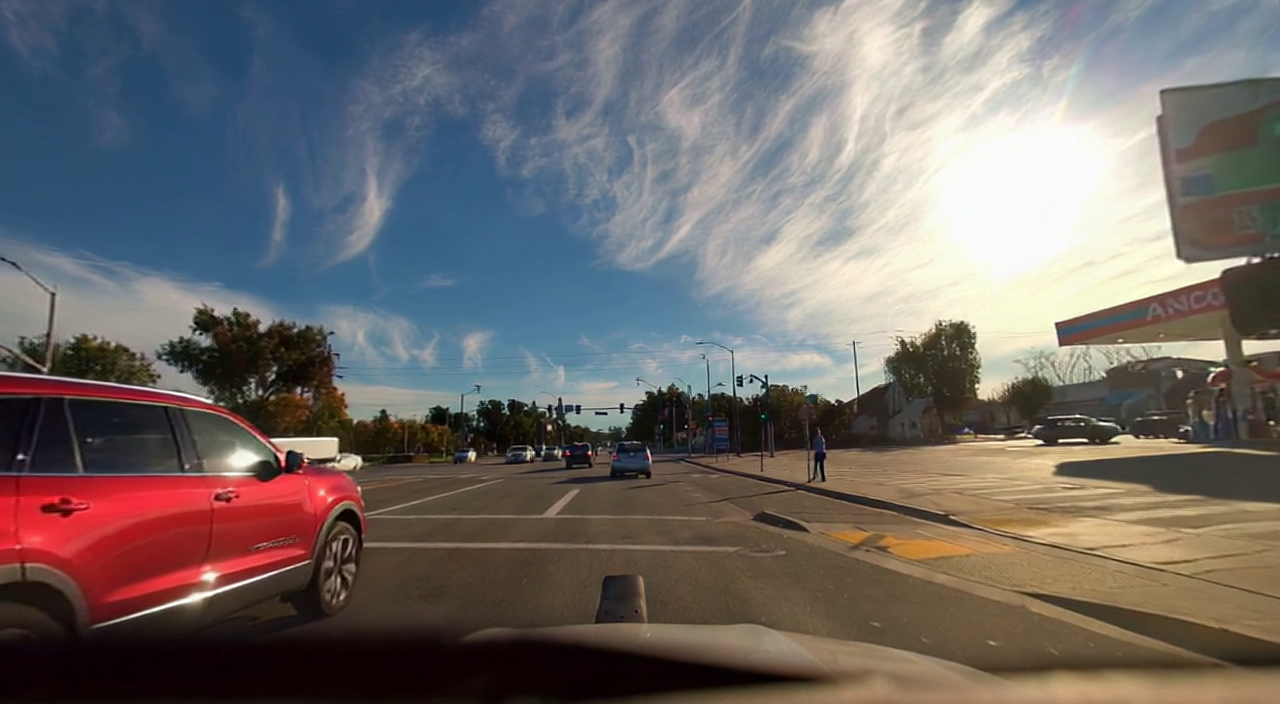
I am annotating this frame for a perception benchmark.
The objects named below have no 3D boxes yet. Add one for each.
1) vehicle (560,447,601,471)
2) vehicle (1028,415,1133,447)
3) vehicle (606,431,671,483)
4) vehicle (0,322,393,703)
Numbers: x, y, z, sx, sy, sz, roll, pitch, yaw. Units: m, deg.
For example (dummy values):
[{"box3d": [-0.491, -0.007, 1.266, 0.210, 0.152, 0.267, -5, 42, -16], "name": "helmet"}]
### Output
[{"box3d": [-3.866, 6.994, 41.488, 2.192, 1.458, 4.594, 0, -8, 1], "name": "vehicle"}, {"box3d": [28.108, 5.068, 40.257, 5.102, 1.893, 2.120, 0, -9, -1], "name": "vehicle"}, {"box3d": [-0.119, 4.569, 27.722, 2.552, 1.999, 5.498, 0, -8, -1], "name": "vehicle"}, {"box3d": [-3.183, 0.900, 2.786, 2.247, 1.734, 4.919, 0, -8, -1], "name": "vehicle"}]
